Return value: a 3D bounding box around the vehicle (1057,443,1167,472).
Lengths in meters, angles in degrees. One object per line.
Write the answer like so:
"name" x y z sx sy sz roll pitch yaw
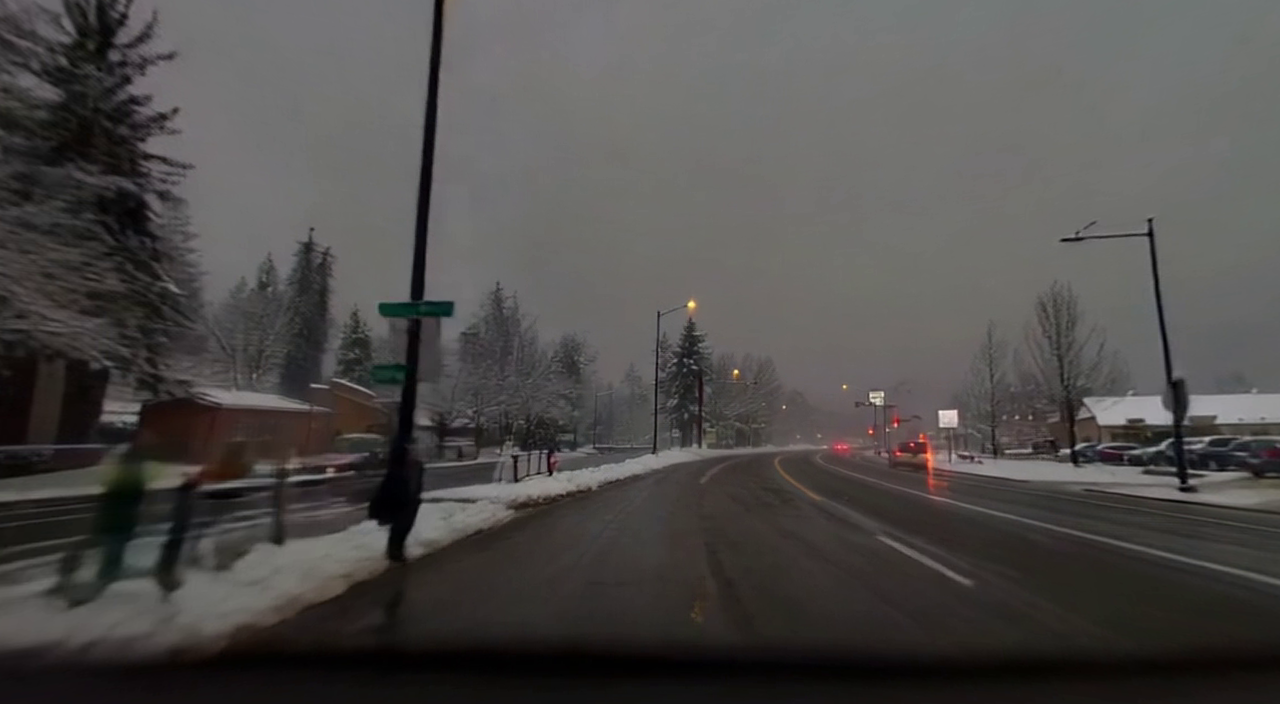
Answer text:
"vehicle" 25.391 5.664 34.203 1.843 1.455 4.558 2 -9 -12

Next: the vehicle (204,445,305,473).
"vehicle" -20.818 5.743 34.150 4.520 1.439 1.919 -2 -9 13

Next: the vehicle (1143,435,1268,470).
"vehicle" 30.681 5.454 34.486 2.045 1.714 4.611 2 -9 -15

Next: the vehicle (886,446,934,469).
"vehicle" 18.779 7.319 44.148 2.099 1.464 4.615 -2 -8 11
